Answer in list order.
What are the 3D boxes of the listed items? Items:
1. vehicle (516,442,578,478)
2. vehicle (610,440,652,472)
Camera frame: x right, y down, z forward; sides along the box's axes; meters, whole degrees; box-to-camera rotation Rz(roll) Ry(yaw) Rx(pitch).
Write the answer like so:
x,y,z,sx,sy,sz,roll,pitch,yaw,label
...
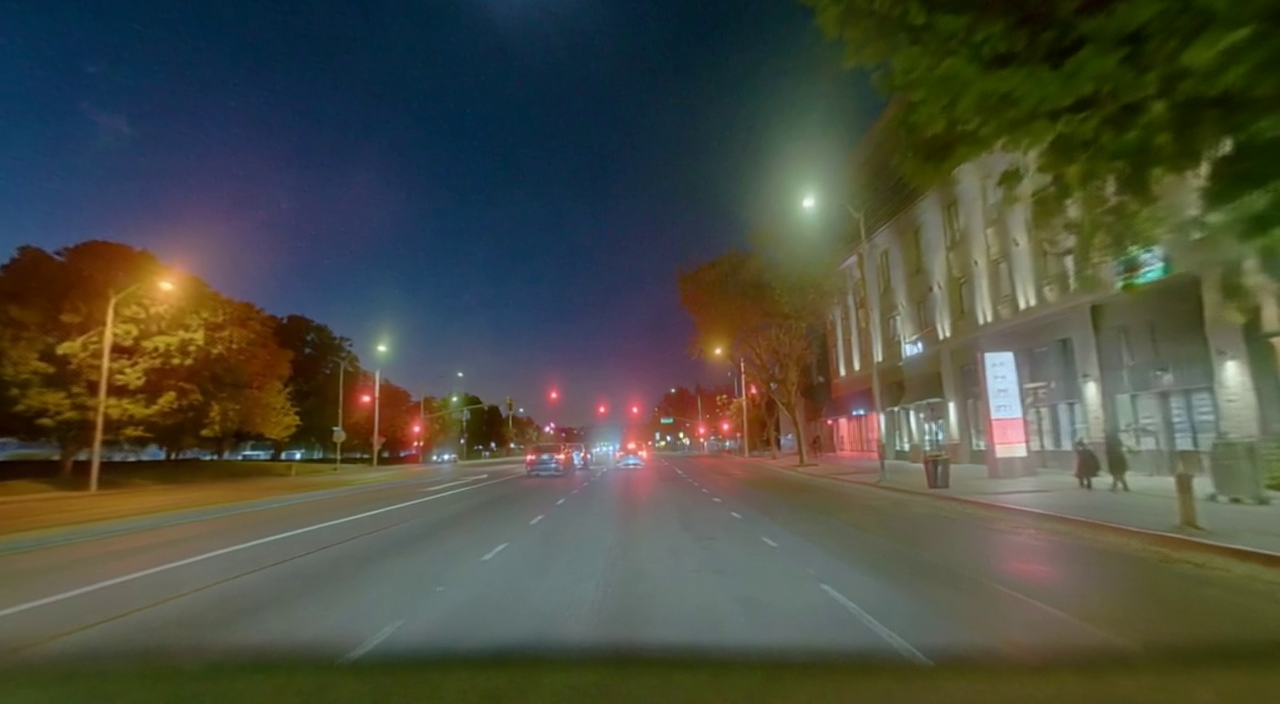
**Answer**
x,y,z,sx,sy,sz,roll,pitch,yaw,label
-4.001,4.732,27.923,2.020,1.457,4.496,0,-9,1,vehicle
-0.414,5.335,32.627,2.042,1.555,3.912,0,-9,0,vehicle
